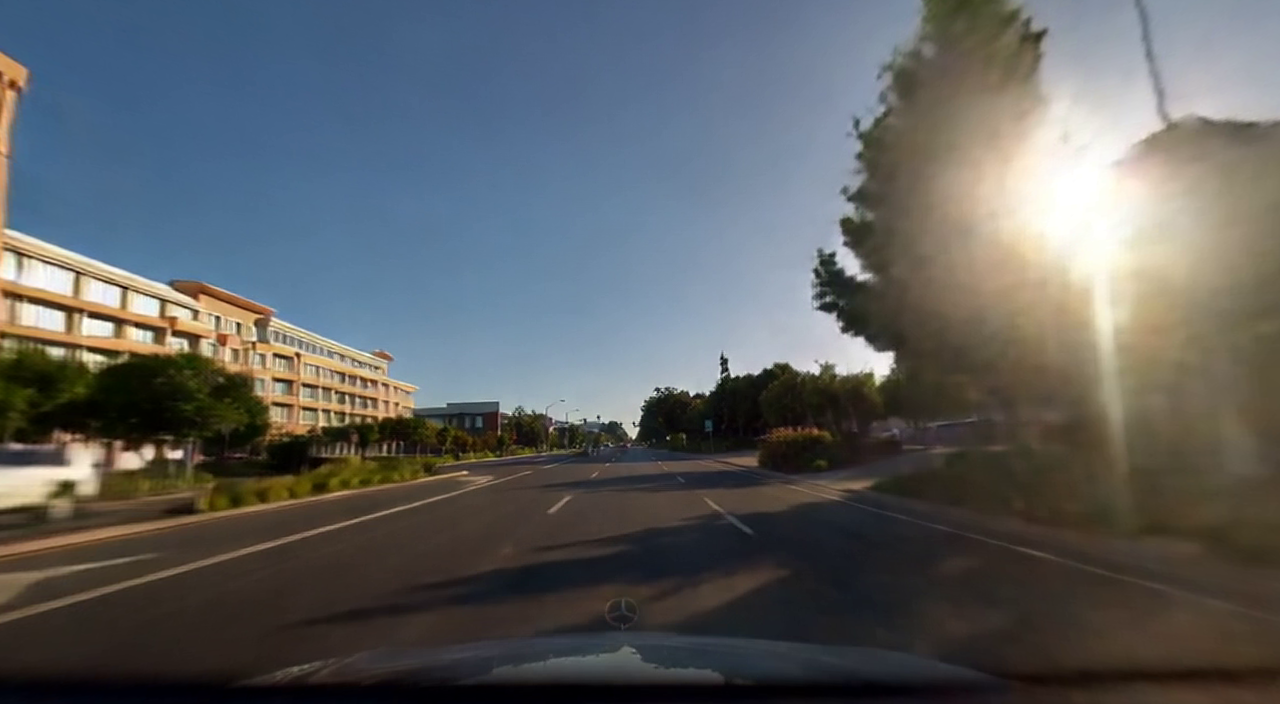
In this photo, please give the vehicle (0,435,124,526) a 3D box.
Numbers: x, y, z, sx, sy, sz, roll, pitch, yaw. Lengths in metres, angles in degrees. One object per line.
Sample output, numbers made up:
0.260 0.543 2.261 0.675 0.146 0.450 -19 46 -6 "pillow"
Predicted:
-13.638 2.592 12.783 2.133 1.770 5.049 0 -8 -1 "vehicle"
